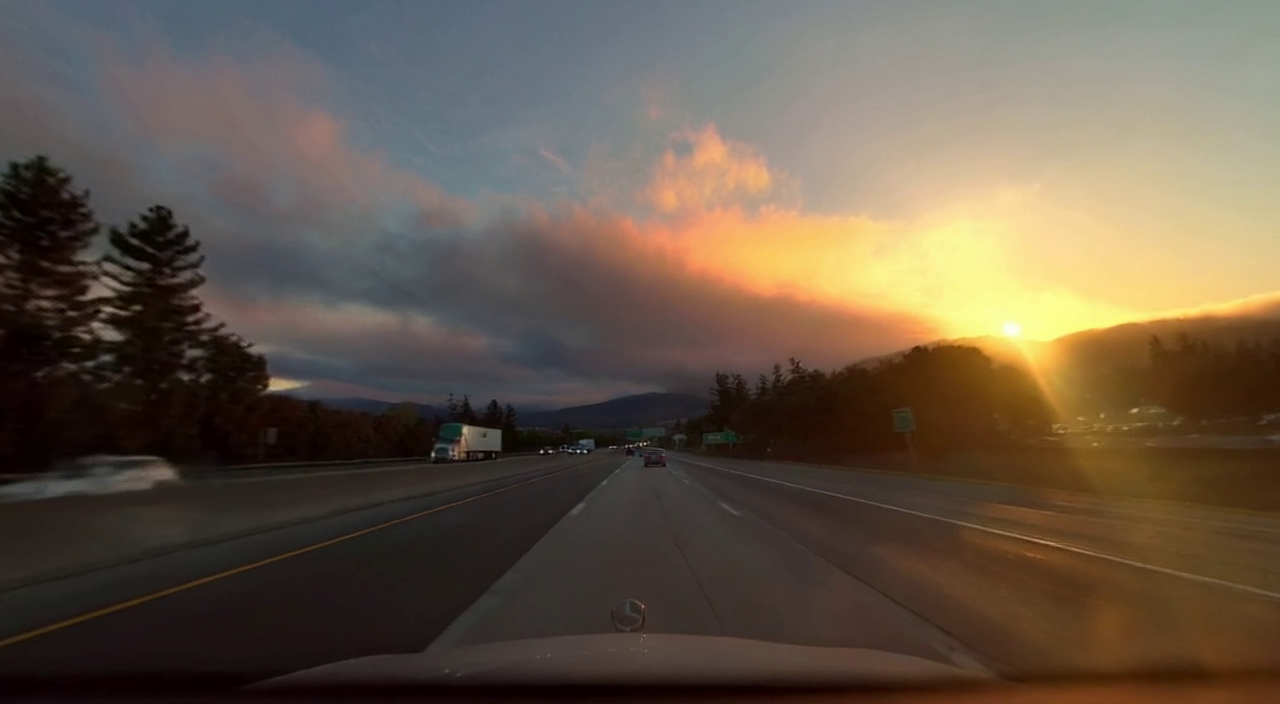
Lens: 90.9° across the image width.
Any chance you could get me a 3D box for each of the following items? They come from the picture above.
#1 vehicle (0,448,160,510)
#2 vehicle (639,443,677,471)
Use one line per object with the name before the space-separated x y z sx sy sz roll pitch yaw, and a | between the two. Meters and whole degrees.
vehicle | -15.675 3.400 17.331 1.798 1.466 3.951 0 -9 0
vehicle | 1.063 6.612 39.696 2.231 1.652 4.503 0 -9 -1
